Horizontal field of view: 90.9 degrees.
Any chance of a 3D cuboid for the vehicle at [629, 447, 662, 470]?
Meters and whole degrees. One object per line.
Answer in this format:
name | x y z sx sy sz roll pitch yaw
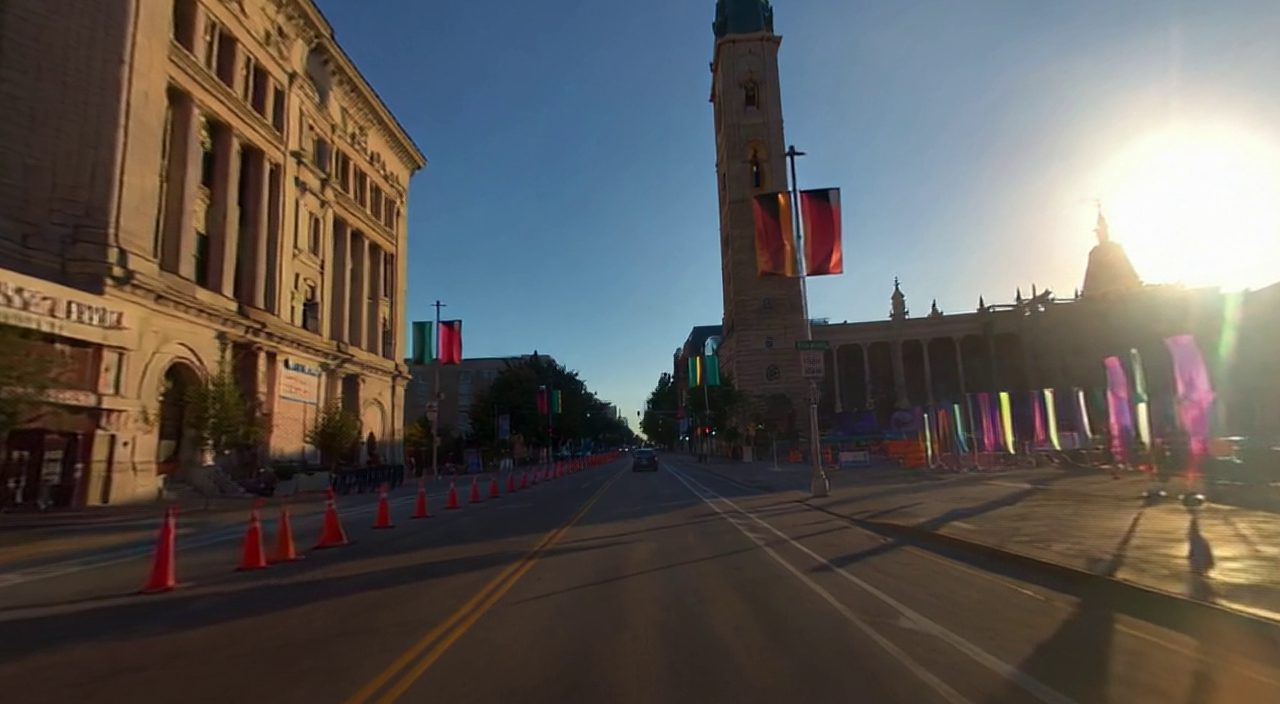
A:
vehicle | 0.423 7.661 45.564 2.216 1.492 4.725 0 -9 1
